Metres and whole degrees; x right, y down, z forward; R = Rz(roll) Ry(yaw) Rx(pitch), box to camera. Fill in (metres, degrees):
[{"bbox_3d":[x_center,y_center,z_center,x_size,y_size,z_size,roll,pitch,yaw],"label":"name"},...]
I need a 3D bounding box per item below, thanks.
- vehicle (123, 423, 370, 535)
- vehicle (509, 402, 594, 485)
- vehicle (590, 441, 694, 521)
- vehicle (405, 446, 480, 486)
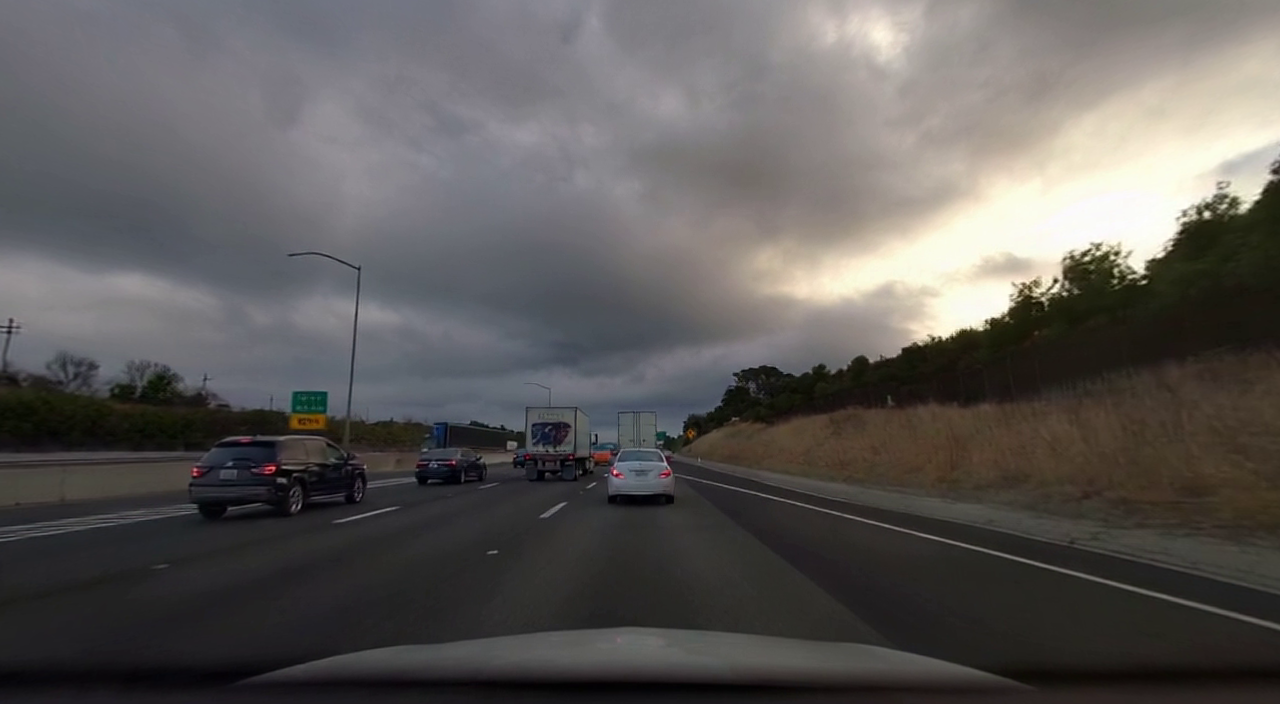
[{"bbox_3d":[-7.195,2.355,12.244,1.952,1.746,4.332,0,-9,0],"label":"vehicle"},{"bbox_3d":[-3.851,4.274,29.363,2.812,3.342,7.248,-1,-9,1],"label":"vehicle"},{"bbox_3d":[0.013,2.741,13.835,1.995,1.495,3.380,0,-9,-1],"label":"vehicle"},{"bbox_3d":[-8.118,4.695,26.320,1.880,1.512,3.758,-1,-9,1],"label":"vehicle"}]
